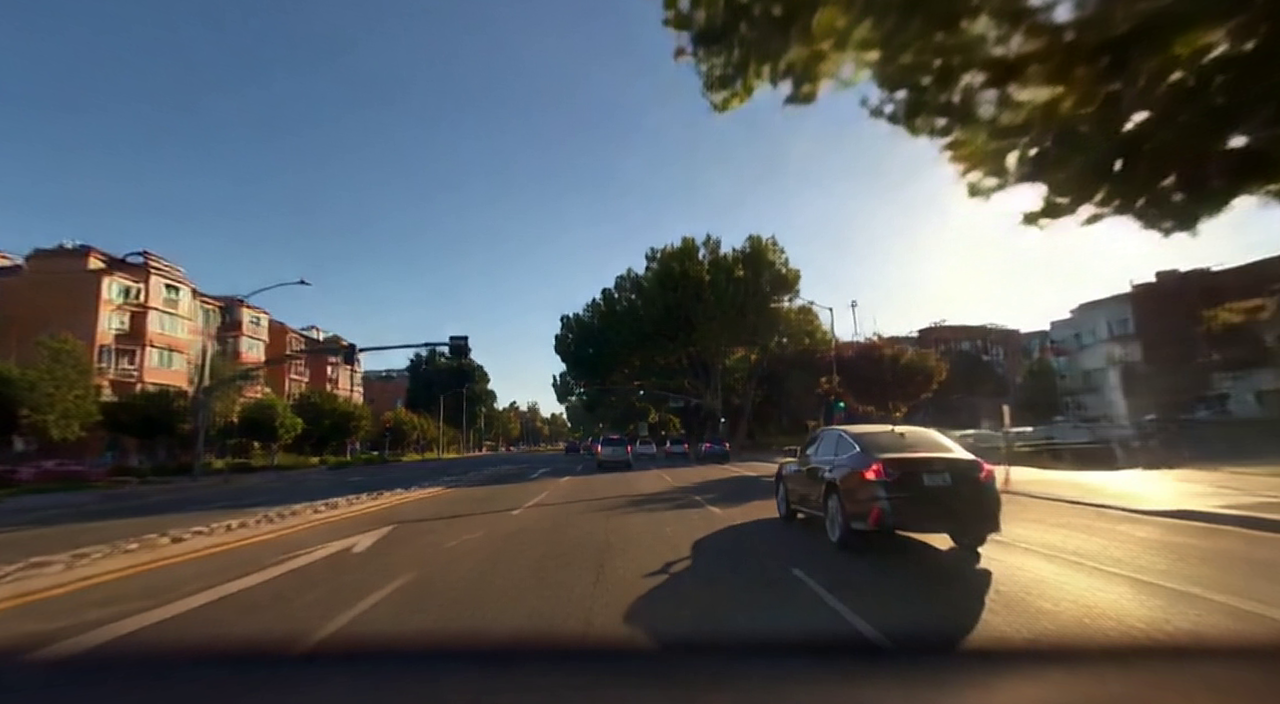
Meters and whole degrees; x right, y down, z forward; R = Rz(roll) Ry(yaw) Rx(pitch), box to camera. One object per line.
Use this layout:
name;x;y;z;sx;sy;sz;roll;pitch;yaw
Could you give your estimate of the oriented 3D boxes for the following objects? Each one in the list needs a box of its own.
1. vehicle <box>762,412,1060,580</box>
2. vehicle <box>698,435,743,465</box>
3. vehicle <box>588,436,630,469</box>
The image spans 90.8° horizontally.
vehicle;3.197;1.798;8.759;1.893;1.664;4.670;1;-8;-2
vehicle;5.373;6.666;43.069;2.052;1.886;5.297;1;-8;-4
vehicle;-1.680;5.431;34.251;2.101;1.641;4.341;1;-8;-2
